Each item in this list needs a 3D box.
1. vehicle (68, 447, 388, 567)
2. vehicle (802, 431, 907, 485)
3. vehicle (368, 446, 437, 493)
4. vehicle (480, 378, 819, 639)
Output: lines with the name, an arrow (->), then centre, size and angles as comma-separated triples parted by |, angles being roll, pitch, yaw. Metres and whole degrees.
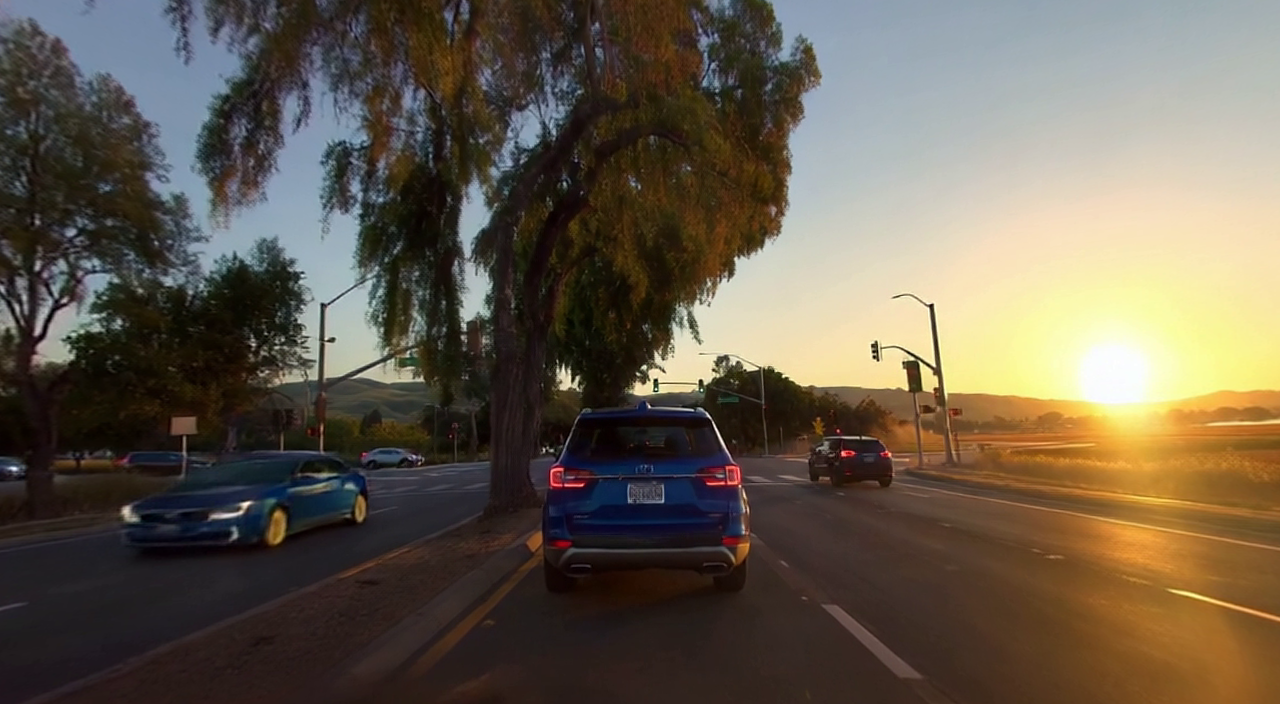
vehicle -> -6.256, 2.353, 10.548 | 2.425, 1.480, 4.707 | 0, -8, -4
vehicle -> 7.113, 3.560, 21.446 | 2.012, 1.636, 4.352 | 0, -8, 0
vehicle -> -9.387, 4.501, 24.684 | 2.192, 1.606, 4.510 | 3, -9, -24
vehicle -> 0.053, 1.363, 6.448 | 2.298, 1.770, 4.138 | 0, -8, 0
